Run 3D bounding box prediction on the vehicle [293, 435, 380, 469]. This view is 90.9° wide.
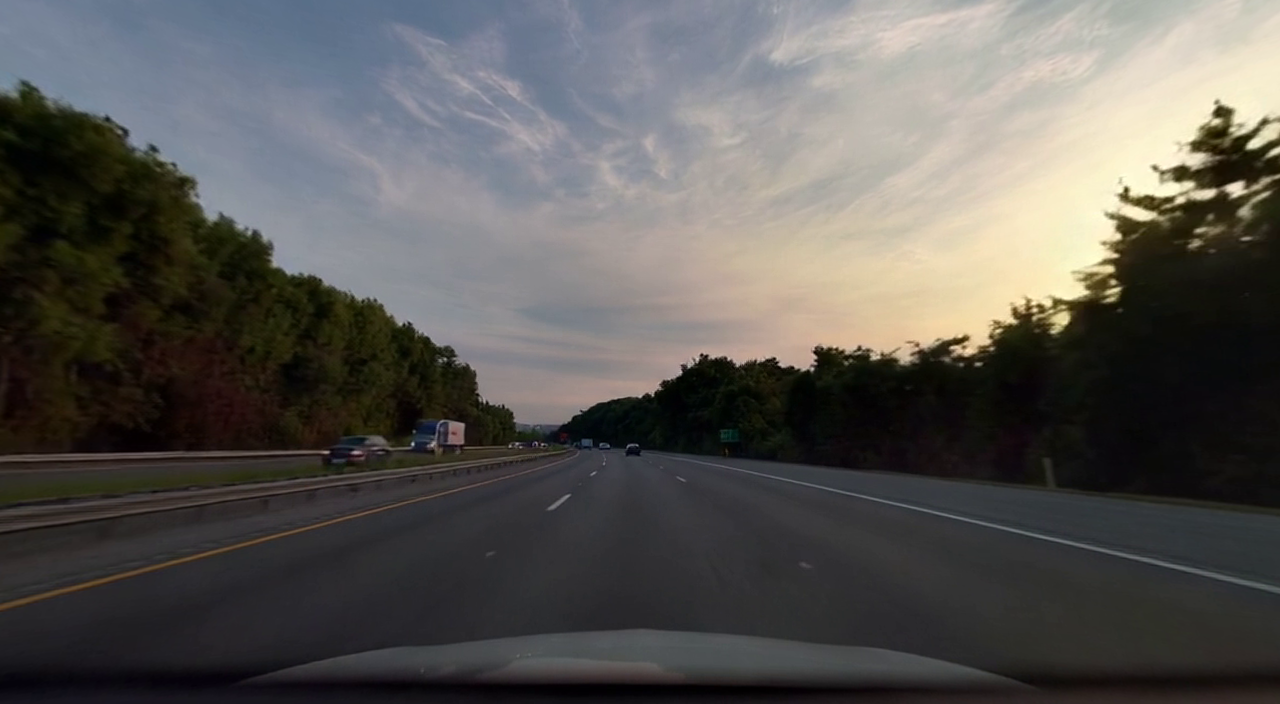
[{"bbox_3d":[-13.848,4.601,29.085,1.854,1.438,4.451,0,-9,-1],"label":"vehicle"}]
